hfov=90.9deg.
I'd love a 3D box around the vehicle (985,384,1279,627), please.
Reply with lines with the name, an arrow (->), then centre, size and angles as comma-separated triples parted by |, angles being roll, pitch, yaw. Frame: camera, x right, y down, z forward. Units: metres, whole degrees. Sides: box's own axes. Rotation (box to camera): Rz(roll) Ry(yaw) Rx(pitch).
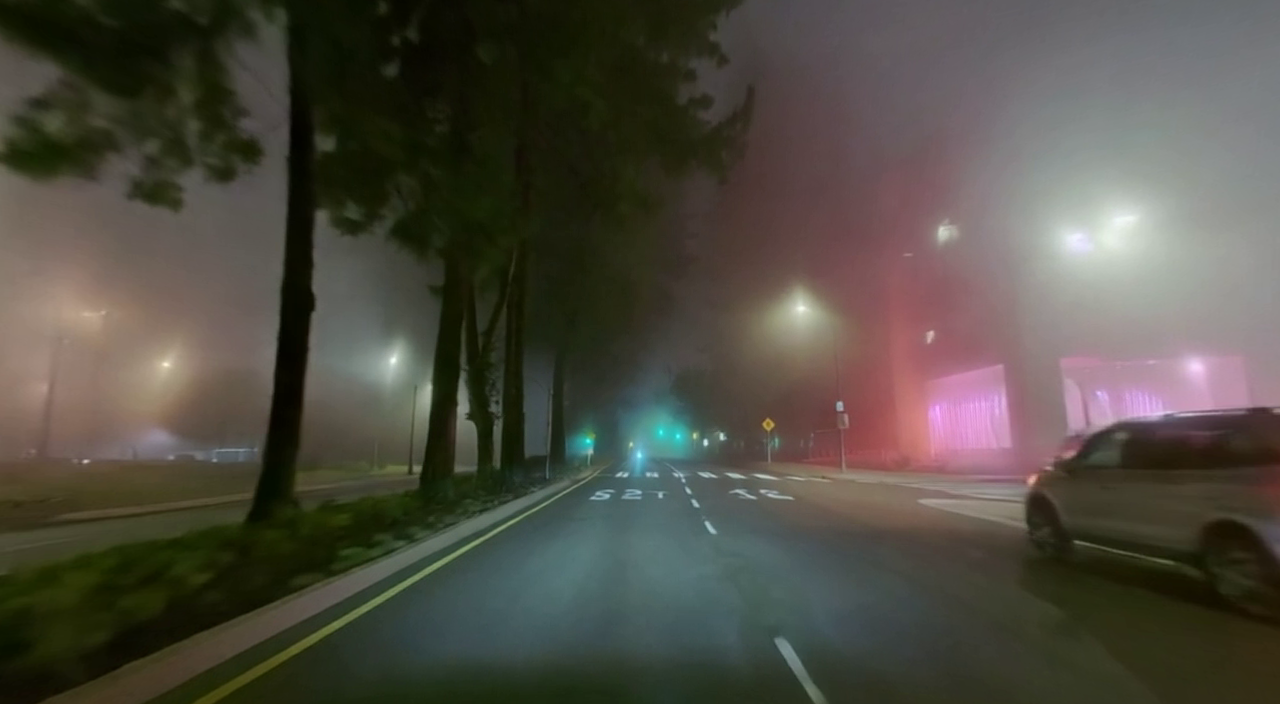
vehicle -> 6.063, 1.447, 6.653 | 2.045, 1.890, 4.876 | 0, -8, 0
